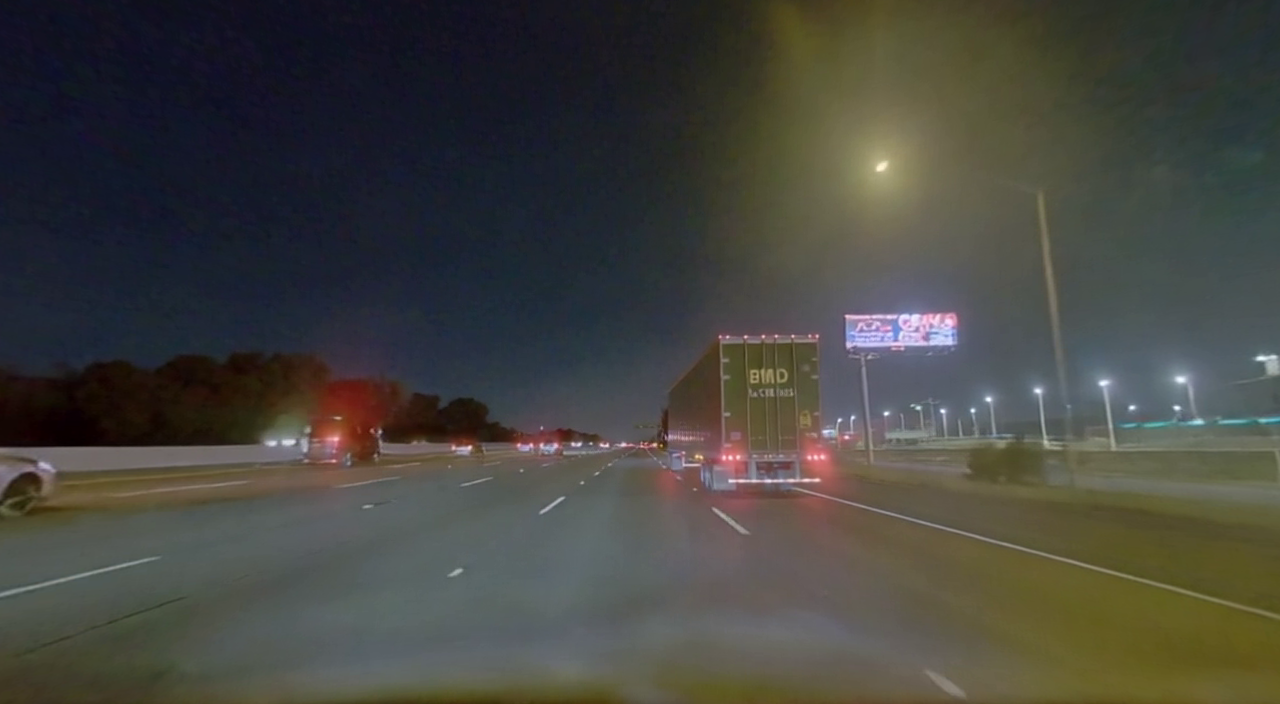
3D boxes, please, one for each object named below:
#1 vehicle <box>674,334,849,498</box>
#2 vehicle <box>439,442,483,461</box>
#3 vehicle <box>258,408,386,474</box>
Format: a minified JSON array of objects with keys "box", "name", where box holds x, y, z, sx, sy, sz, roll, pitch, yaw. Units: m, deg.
[{"box":[3.300,2.628,22.723,2.891,3.944,15.051,0,-8,-2],"name":"vehicle"},{"box":[-14.021,7.816,49.683,2.067,1.398,4.863,0,-8,-1],"name":"vehicle"},{"box":[-13.838,3.986,28.080,2.307,2.571,6.260,0,-8,1],"name":"vehicle"}]
